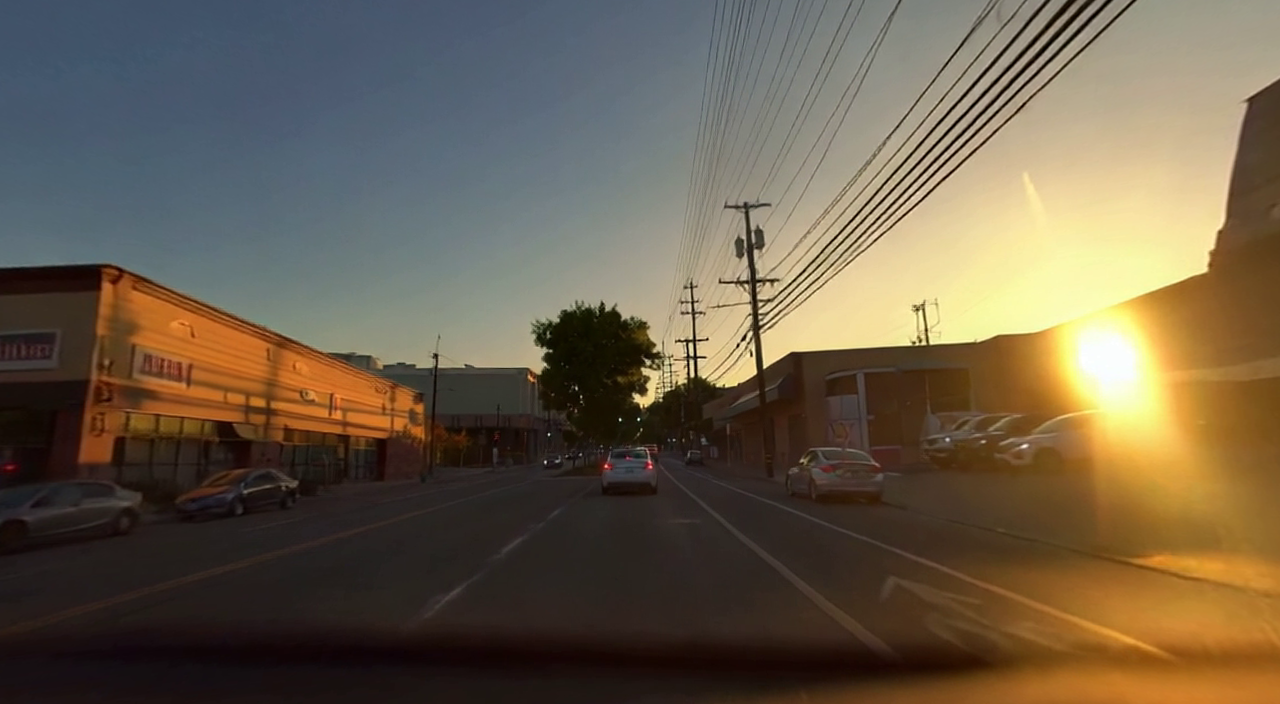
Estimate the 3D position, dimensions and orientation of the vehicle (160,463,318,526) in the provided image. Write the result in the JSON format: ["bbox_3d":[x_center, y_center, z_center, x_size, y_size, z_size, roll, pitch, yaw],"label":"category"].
[{"bbox_3d":[-11.503,4.080,18.539,1.817,1.480,4.282,0,-9,0],"label":"vehicle"}]

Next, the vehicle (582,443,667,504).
[{"bbox_3d":[-0.397,3.335,17.803,2.116,1.479,3.980,0,-8,0],"label":"vehicle"}]

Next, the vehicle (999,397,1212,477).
[{"bbox_3d":[14.217,2.720,19.921,2.418,2.139,5.365,0,-9,-2],"label":"vehicle"}]

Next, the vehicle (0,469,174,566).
[{"bbox_3d":[-11.683,3.119,12.400,1.828,1.457,4.371,0,-9,-2],"label":"vehicle"}]

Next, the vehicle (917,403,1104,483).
[{"bbox_3d":[11.217,2.872,19.886,2.329,2.145,5.841,0,-8,0],"label":"vehicle"}]

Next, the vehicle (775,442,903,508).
[{"bbox_3d":[5.220,3.266,17.302,1.937,1.523,4.541,0,-9,-1],"label":"vehicle"}]
